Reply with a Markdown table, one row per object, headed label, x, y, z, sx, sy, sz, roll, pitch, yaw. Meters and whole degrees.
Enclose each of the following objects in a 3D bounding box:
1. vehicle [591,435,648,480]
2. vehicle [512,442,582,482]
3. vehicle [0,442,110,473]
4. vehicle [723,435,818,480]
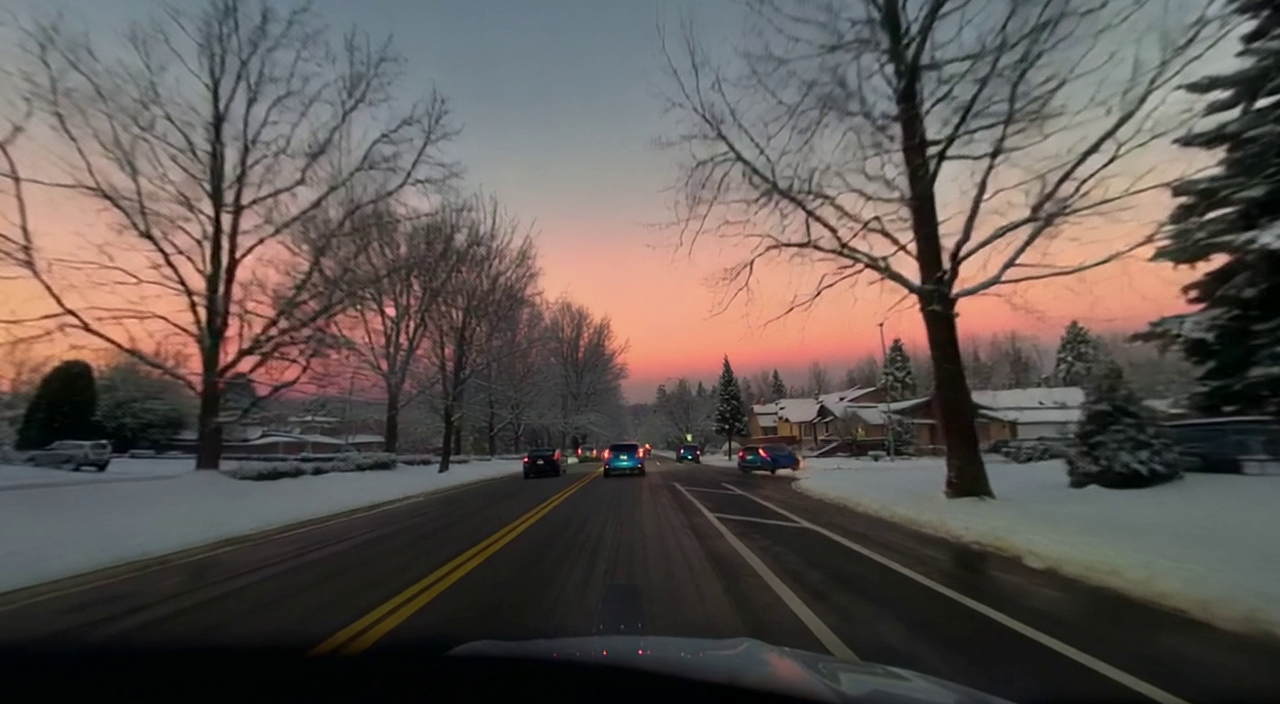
| label | x | y | z | sx | sy | sz | roll | pitch | yaw |
| --- | --- | --- | --- | --- | --- | --- | --- | --- | --- |
| vehicle | -0.789 | 4.452 | 26.748 | 2.220 | 1.742 | 4.047 | 0 | -8 | 1 |
| vehicle | -3.628 | 4.370 | 25.328 | 2.032 | 1.433 | 4.458 | 0 | -8 | 1 |
| vehicle | -33.564 | 6.017 | 35.946 | 4.600 | 1.698 | 1.993 | 0 | -8 | 2 |
| vehicle | 5.615 | 4.413 | 26.561 | 2.192 | 1.677 | 4.820 | -6 | -10 | 34 |
